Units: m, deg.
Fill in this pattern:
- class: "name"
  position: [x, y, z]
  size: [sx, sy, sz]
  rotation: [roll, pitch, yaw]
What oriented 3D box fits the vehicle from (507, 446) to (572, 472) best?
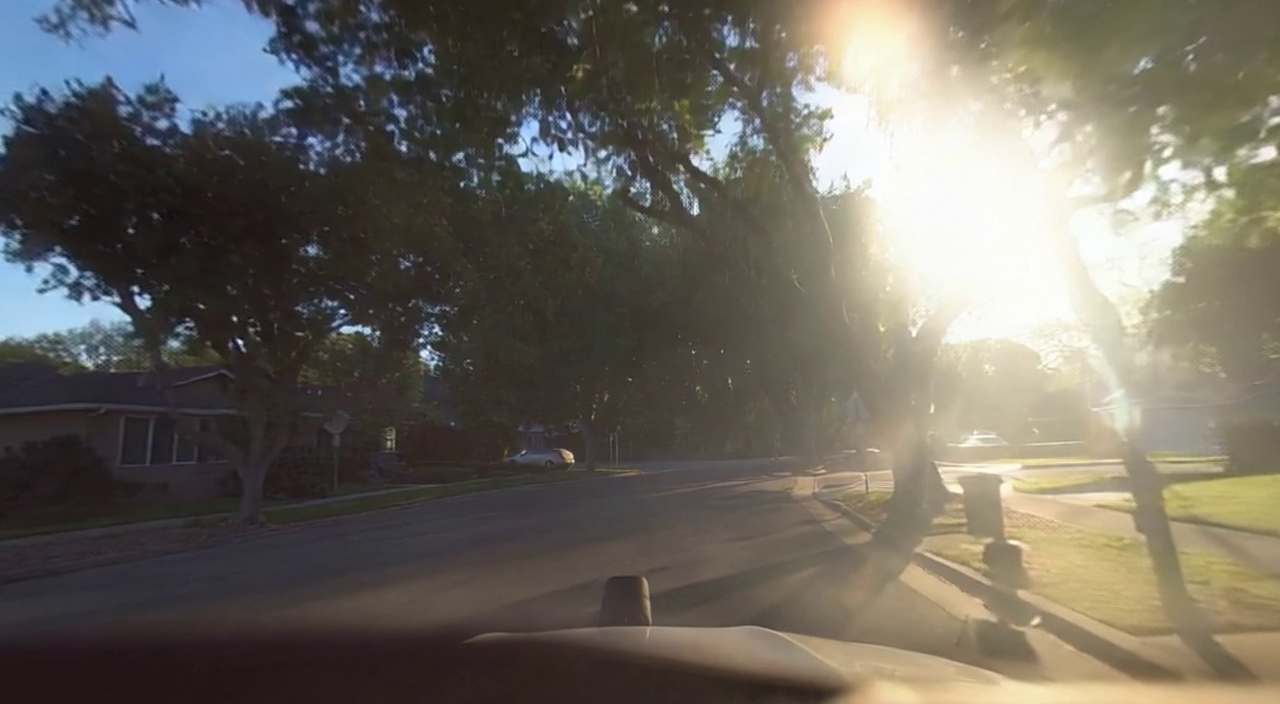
- class: "vehicle"
  position: [-6.765, 7.250, 42.904]
  size: [4.252, 1.681, 1.854]
  rotation: [1, -8, -7]
